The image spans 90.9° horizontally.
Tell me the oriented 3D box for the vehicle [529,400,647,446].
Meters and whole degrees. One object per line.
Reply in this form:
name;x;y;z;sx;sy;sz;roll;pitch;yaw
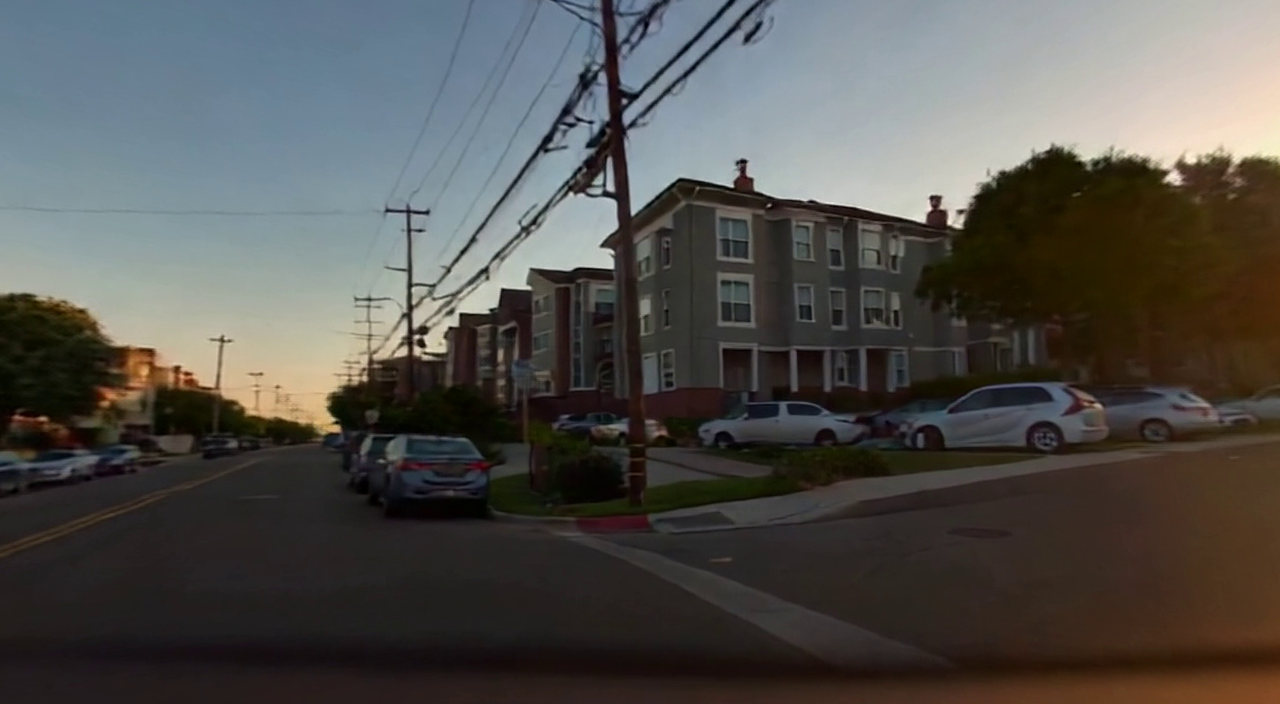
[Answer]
vehicle;-2.521;3.347;28.946;5.778;1.875;2.152;-8;-11;44

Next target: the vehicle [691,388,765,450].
vehicle;2.754;2.168;19.719;2.003;1.695;4.195;-2;-8;9

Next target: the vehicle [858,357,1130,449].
vehicle;8.669;1.439;15.972;5.514;1.976;2.153;-5;-9;30

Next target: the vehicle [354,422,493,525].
vehicle;-4.269;2.211;12.057;1.914;1.591;3.892;4;-9;-27

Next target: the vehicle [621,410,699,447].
vehicle;0.923;3.650;30.567;1.754;1.559;3.567;5;-6;-41

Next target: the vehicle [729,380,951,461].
vehicle;4.700;1.719;15.107;4.648;1.659;1.897;-6;-10;32
